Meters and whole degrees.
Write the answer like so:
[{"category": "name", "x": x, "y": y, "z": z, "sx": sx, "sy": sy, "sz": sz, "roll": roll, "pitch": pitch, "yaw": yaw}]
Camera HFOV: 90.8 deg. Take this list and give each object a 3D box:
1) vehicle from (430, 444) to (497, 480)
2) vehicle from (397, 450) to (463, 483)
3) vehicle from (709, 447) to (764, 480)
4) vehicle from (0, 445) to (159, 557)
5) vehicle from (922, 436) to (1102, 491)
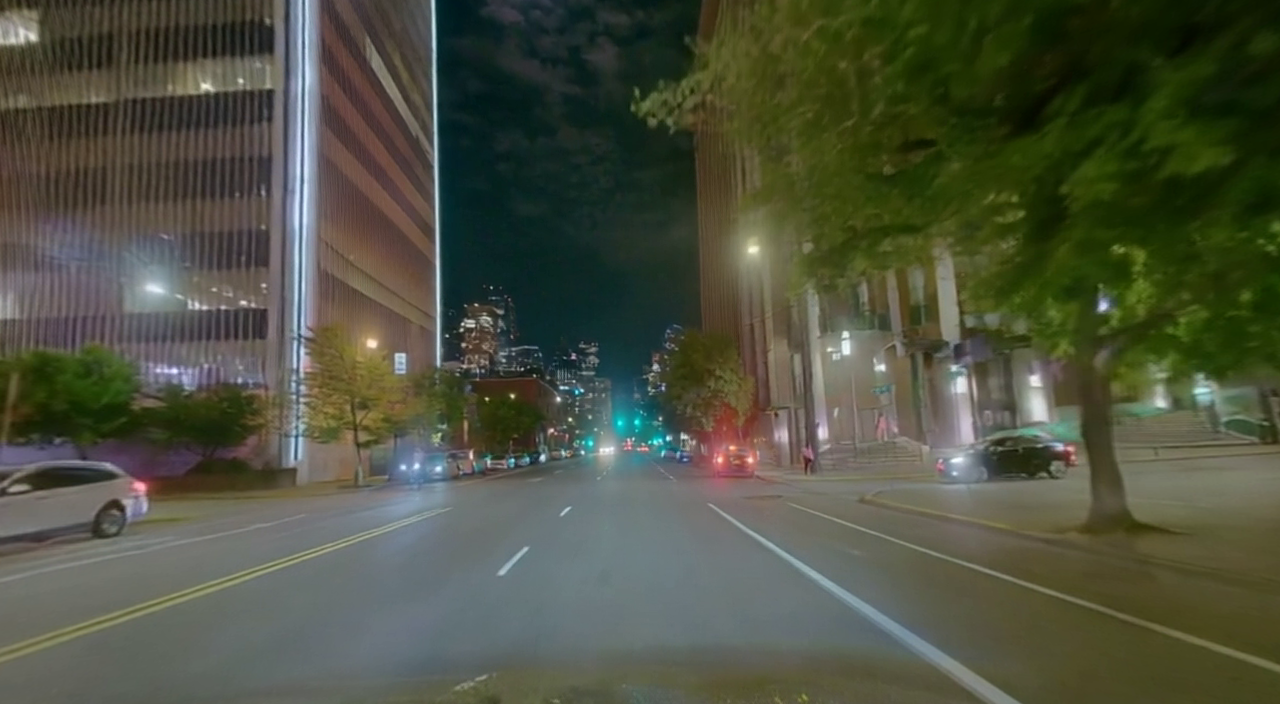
[{"category": "vehicle", "x": -11.139, "y": 6.963, "z": 40.453, "sx": 2.574, "sy": 1.922, "sz": 6.292, "roll": -4, "pitch": -8, "yaw": -2}, {"category": "vehicle", "x": -11.299, "y": 6.171, "z": 34.317, "sx": 1.992, "sy": 1.629, "sz": 4.773, "roll": 0, "pitch": -9, "yaw": -1}, {"category": "vehicle", "x": 4.704, "y": 5.466, "z": 31.320, "sx": 1.929, "sy": 1.522, "sz": 4.543, "roll": 0, "pitch": -9, "yaw": -1}, {"category": "vehicle", "x": -10.912, "y": 2.520, "z": 10.804, "sx": 1.977, "sy": 1.697, "sz": 4.285, "roll": -2, "pitch": -10, "yaw": 0}, {"category": "vehicle", "x": 11.541, "y": 3.480, "z": 19.845, "sx": 4.380, "sy": 1.608, "sz": 1.942, "roll": 0, "pitch": -9, "yaw": 0}]
